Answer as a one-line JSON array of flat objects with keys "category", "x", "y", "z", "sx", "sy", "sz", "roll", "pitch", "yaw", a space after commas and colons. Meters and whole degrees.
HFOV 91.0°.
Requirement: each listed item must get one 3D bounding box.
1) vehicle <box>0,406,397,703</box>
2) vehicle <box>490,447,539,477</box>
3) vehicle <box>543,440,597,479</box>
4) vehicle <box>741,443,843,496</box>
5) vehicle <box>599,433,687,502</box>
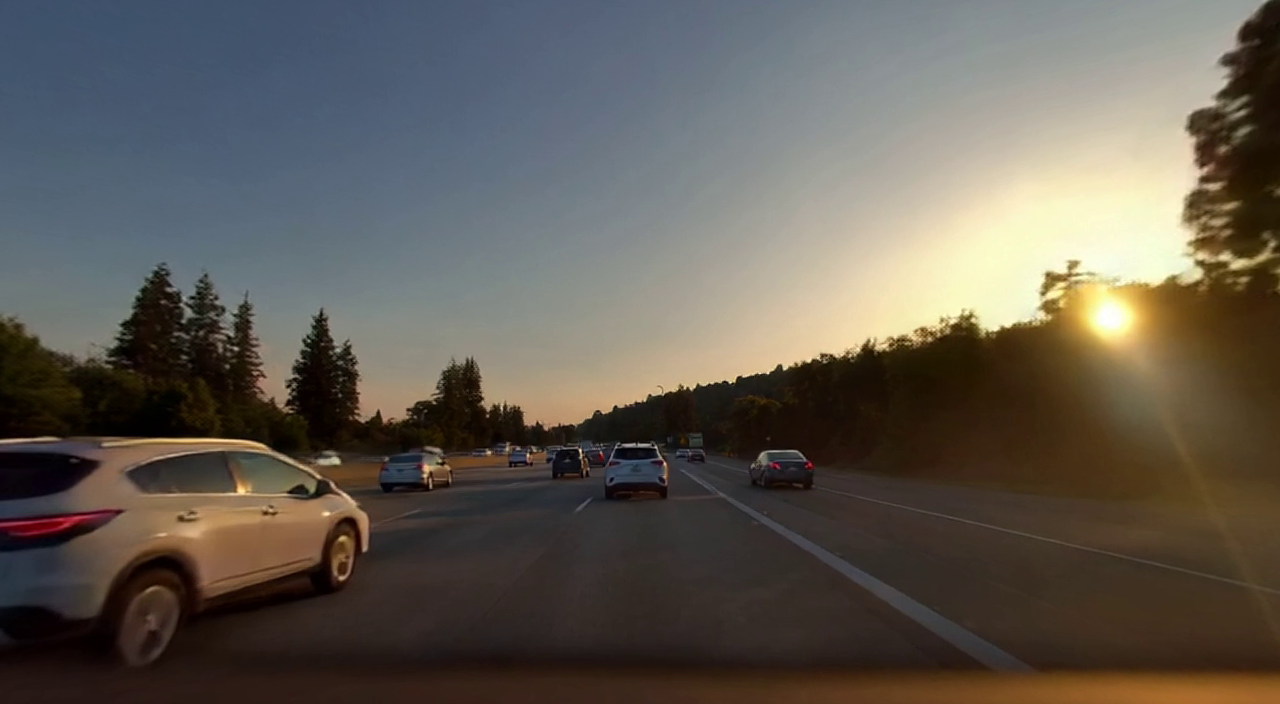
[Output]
[{"category": "vehicle", "x": -3.559, "y": 1.238, "z": 4.281, "sx": 2.011, "sy": 1.498, "sz": 4.341, "roll": 0, "pitch": -8, "yaw": 1}, {"category": "vehicle", "x": -7.198, "y": 6.331, "z": 36.523, "sx": 1.931, "sy": 1.617, "sz": 4.060, "roll": 0, "pitch": -8, "yaw": 1}, {"category": "vehicle", "x": -3.448, "y": 5.388, "z": 31.752, "sx": 2.142, "sy": 1.808, "sz": 4.266, "roll": 0, "pitch": -8, "yaw": 1}, {"category": "vehicle", "x": 4.670, "y": 3.675, "z": 20.120, "sx": 2.006, "sy": 1.474, "sz": 4.669, "roll": 0, "pitch": -8, "yaw": -1}, {"category": "vehicle", "x": 0.094, "y": 3.218, "z": 17.972, "sx": 2.223, "sy": 1.722, "sz": 4.177, "roll": 0, "pitch": -8, "yaw": 0}]
